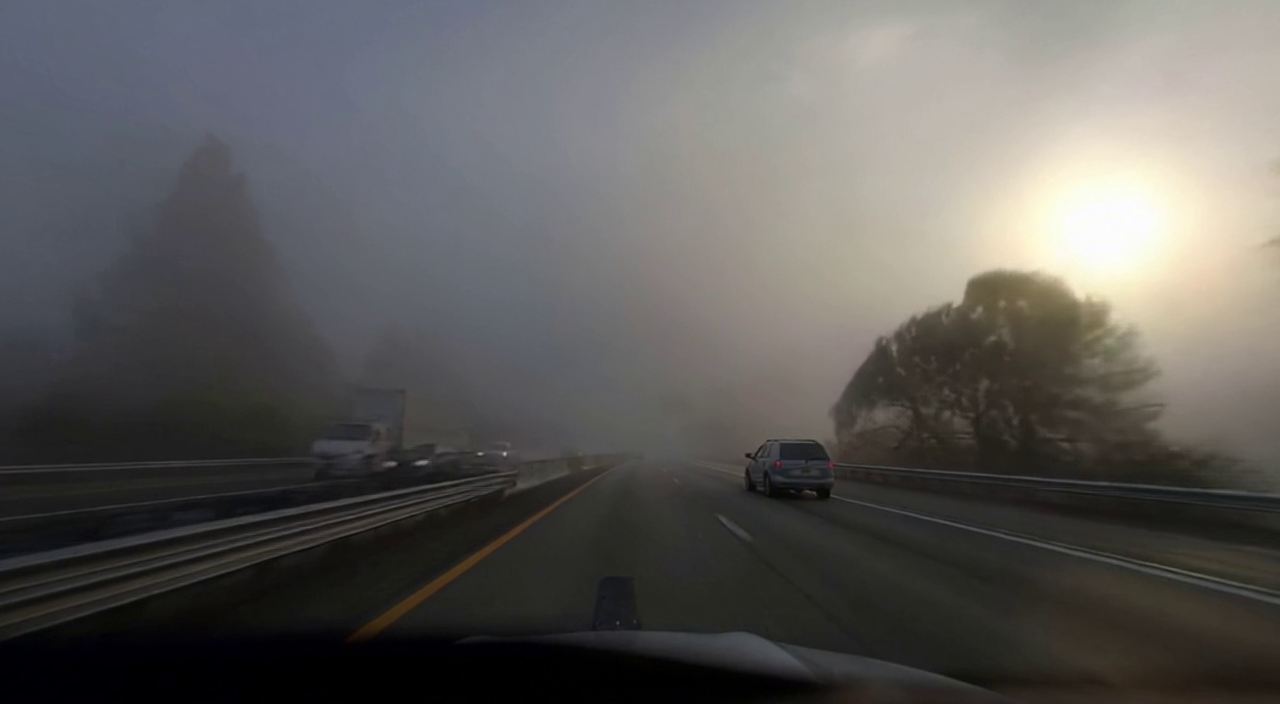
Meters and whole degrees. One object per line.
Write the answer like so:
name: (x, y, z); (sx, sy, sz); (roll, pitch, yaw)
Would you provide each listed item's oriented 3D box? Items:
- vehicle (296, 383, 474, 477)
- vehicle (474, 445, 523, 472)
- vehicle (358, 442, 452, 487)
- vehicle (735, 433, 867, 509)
vehicle: (-13.340, 4.696, 35.759); (3.099, 4.089, 16.683); (0, -9, 0)
vehicle: (-9.000, 6.791, 40.184); (2.023, 1.628, 4.241); (-1, -9, 1)
vehicle: (-9.076, 4.361, 24.610); (1.950, 1.601, 4.338); (0, -9, 1)
vehicle: (3.931, 3.017, 16.306); (2.089, 1.660, 4.729); (0, -9, -1)
